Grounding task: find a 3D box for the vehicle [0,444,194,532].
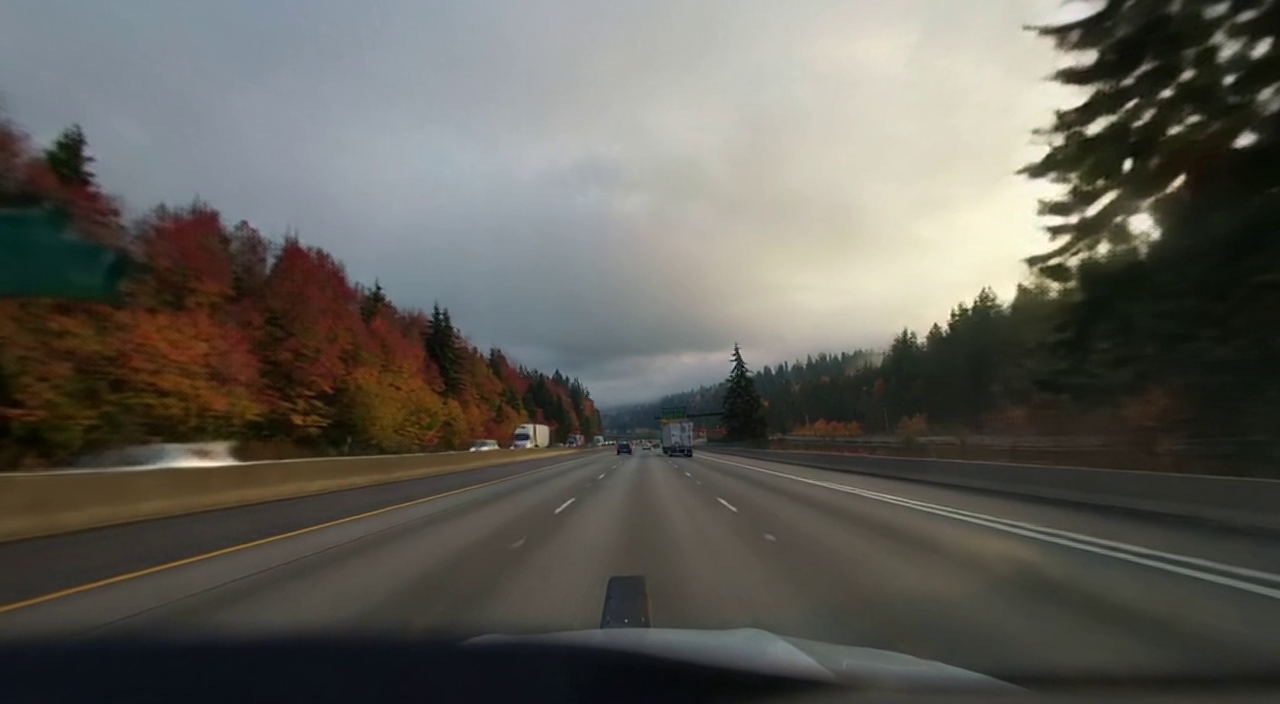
[{"bbox_3d":[-11.552,2.601,12.738,1.844,1.473,4.068,-1,-8,3],"label":"vehicle"}]
